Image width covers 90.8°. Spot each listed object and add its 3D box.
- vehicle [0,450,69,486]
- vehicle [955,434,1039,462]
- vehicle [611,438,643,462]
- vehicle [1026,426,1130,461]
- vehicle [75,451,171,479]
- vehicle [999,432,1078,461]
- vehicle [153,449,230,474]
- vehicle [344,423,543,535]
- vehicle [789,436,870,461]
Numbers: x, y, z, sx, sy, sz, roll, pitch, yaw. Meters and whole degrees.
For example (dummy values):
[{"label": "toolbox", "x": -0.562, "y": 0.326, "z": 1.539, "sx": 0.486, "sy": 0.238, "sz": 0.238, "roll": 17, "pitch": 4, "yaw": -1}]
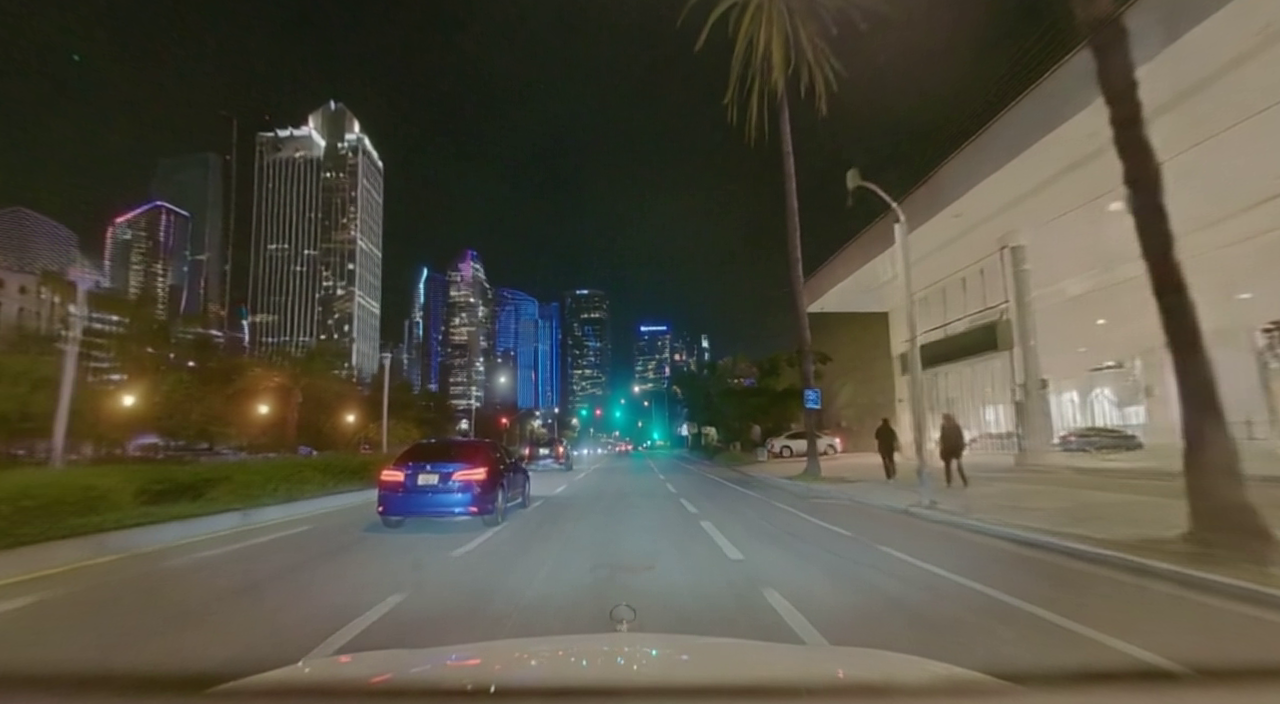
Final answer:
[{"label": "vehicle", "x": -31.059, "y": 5.711, "z": 31.238, "sx": 1.835, "sy": 1.664, "sz": 3.972, "roll": -1, "pitch": -8, "yaw": 2}, {"label": "vehicle", "x": 20.330, "y": 5.479, "z": 36.273, "sx": 1.976, "sy": 1.431, "sz": 4.774, "roll": -1, "pitch": -8, "yaw": -1}, {"label": "vehicle", "x": -0.841, "y": 6.458, "z": 41.595, "sx": 2.004, "sy": 1.465, "sz": 3.713, "roll": 0, "pitch": -8, "yaw": 0}, {"label": "vehicle", "x": 25.053, "y": 5.287, "z": 36.449, "sx": 2.147, "sy": 1.886, "sz": 5.603, "roll": 0, "pitch": -8, "yaw": 2}, {"label": "vehicle", "x": -30.954, "y": 6.761, "z": 38.073, "sx": 1.859, "sy": 1.524, "sz": 4.812, "roll": 0, "pitch": -8, "yaw": -2}, {"label": "vehicle", "x": 22.707, "y": 5.423, "z": 36.179, "sx": 1.938, "sy": 1.522, "sz": 4.121, "roll": 0, "pitch": -8, "yaw": 2}, {"label": "vehicle", "x": -31.114, "y": 7.563, "z": 43.997, "sx": 1.888, "sy": 1.625, "sz": 4.699, "roll": 0, "pitch": -8, "yaw": 0}, {"label": "vehicle", "x": -3.099, "y": 2.104, "z": 11.086, "sx": 2.071, "sy": 1.544, "sz": 4.383, "roll": 0, "pitch": -8, "yaw": 0}, {"label": "vehicle", "x": 12.771, "y": 6.536, "z": 42.742, "sx": 4.749, "sy": 1.522, "sz": 1.905, "roll": -1, "pitch": -9, "yaw": -3}]
